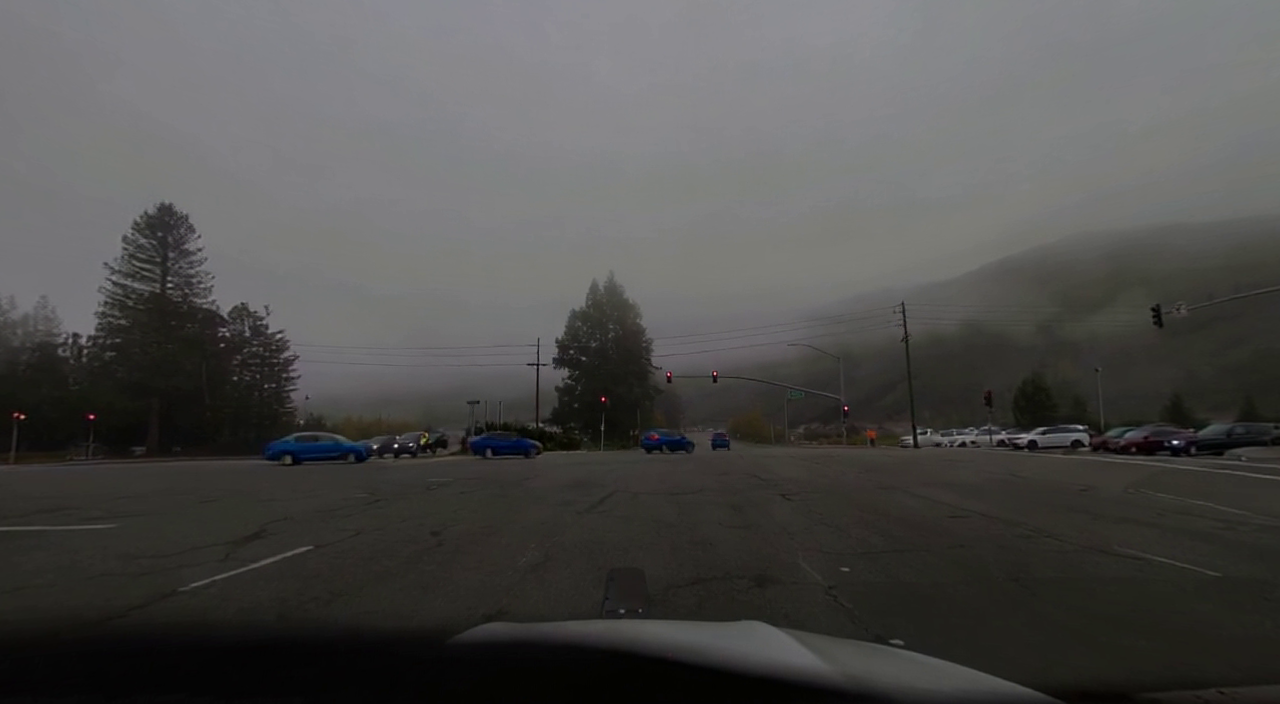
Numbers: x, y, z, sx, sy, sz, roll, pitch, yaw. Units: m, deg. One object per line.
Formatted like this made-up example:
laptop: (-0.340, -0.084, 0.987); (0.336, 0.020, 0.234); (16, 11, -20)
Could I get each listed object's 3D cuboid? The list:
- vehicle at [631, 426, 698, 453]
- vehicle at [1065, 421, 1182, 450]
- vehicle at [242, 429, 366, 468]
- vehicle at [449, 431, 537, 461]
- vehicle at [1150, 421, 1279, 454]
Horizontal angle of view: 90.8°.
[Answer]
vehicle: (1.813, 6.197, 44.682); (2.246, 1.805, 5.228); (-6, -10, 35)
vehicle: (28.360, 4.928, 37.217); (5.100, 1.680, 2.055); (0, -8, 2)
vehicle: (-16.013, 4.636, 30.415); (4.812, 1.735, 2.105); (2, -9, -15)
vehicle: (-7.979, 5.084, 34.316); (4.218, 1.542, 2.044); (4, -9, -28)
vehicle: (27.305, 4.035, 29.801); (4.778, 1.495, 1.959); (0, -8, 0)
